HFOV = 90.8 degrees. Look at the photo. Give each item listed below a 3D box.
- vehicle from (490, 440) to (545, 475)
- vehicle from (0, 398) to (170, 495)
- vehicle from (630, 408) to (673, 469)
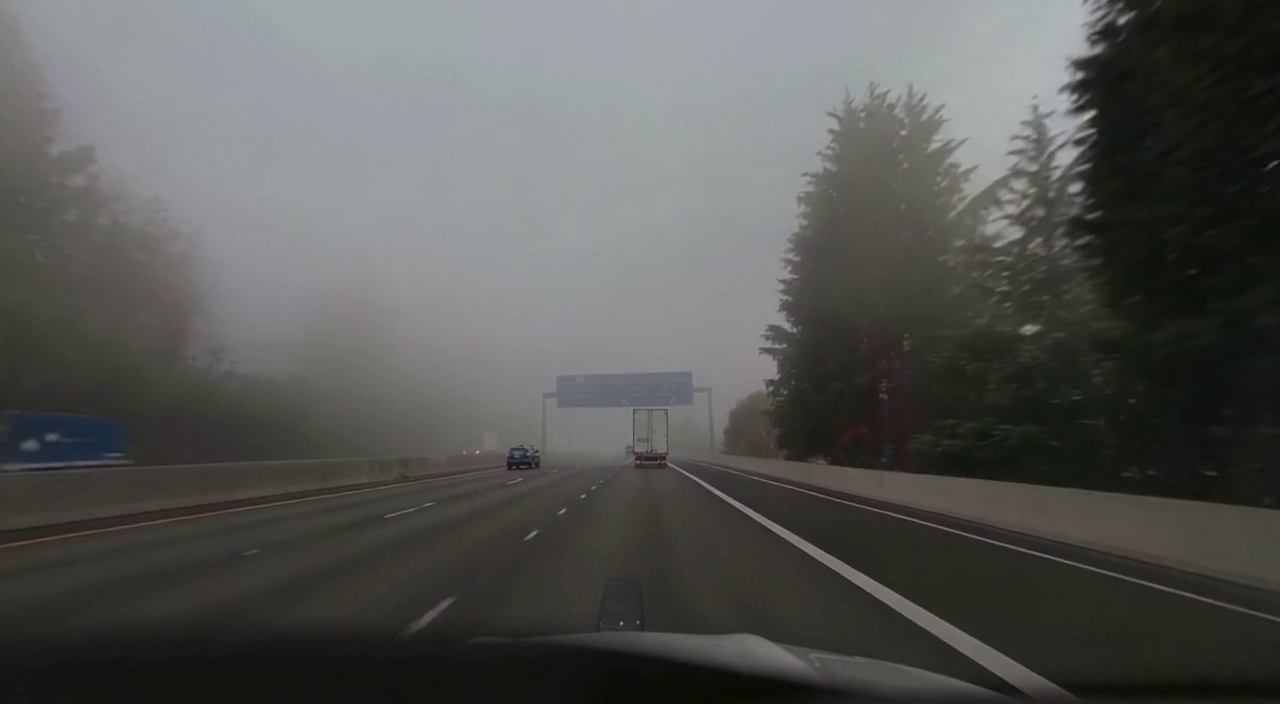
[{"bbox_3d":[-6.643,5.785,34.733,2.119,1.754,4.404,0,-9,1],"label":"vehicle"},{"bbox_3d":[-23.864,3.817,25.238,2.944,3.338,9.147,0,-9,0],"label":"vehicle"},{"bbox_3d":[0.776,6.921,49.399,2.901,4.032,14.338,0,-9,0],"label":"vehicle"}]
